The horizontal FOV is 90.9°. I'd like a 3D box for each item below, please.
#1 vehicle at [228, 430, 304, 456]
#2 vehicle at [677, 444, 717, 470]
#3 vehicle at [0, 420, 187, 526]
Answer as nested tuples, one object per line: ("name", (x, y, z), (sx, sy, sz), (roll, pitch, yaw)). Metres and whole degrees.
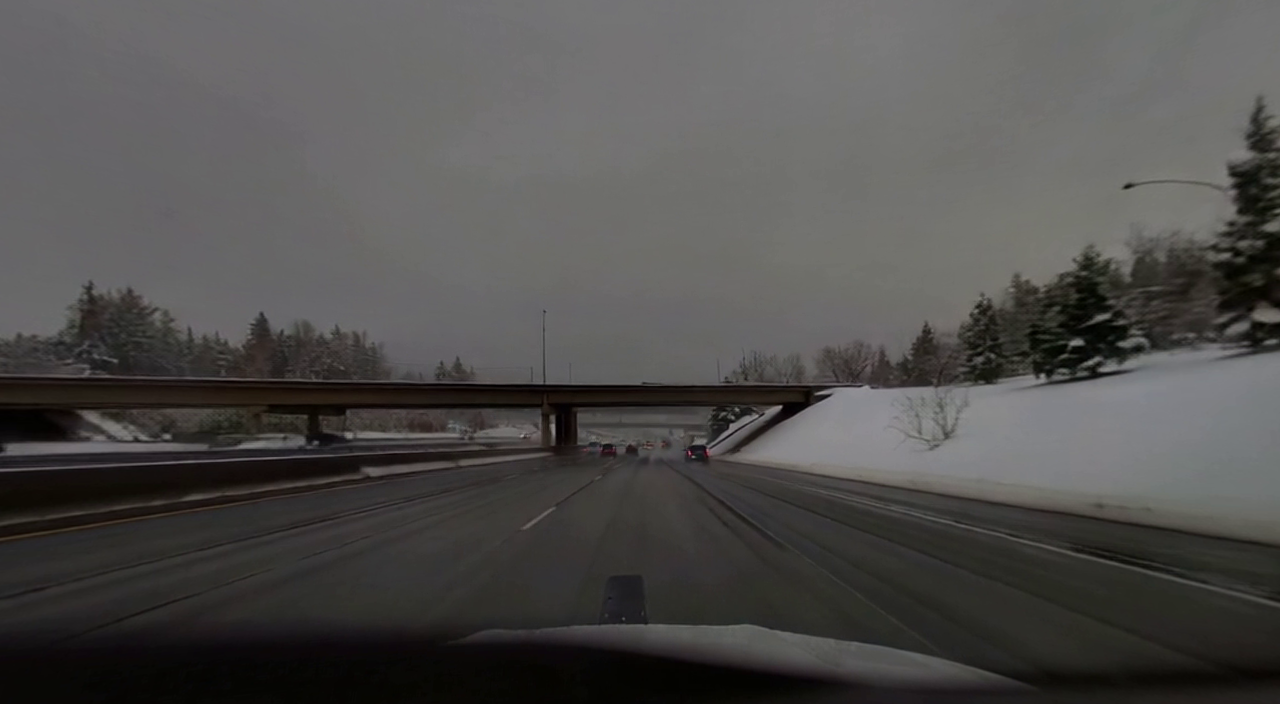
("vehicle", (-24.797, 6.096, 42.041), (2.010, 1.614, 4.848), (0, -8, 2))
("vehicle", (3.469, 6.501, 39.489), (2.059, 1.509, 4.670), (0, -8, 0))
("vehicle", (-11.197, 2.193, 11.819), (1.995, 1.682, 4.516), (0, -8, 1))
